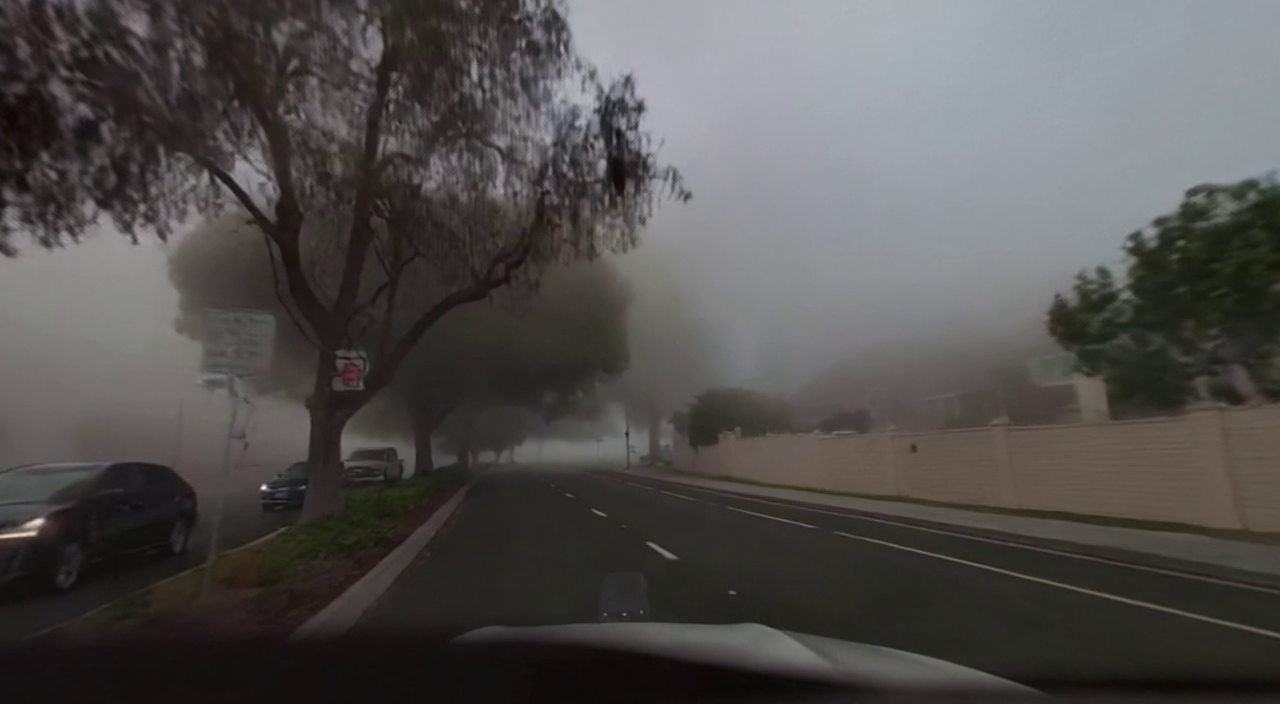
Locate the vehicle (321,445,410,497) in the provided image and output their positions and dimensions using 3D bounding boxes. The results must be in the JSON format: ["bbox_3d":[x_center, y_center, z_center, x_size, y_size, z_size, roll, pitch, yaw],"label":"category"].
[{"bbox_3d":[-10.645,4.616,24.764,2.196,1.809,4.857,2,-9,-12],"label":"vehicle"}]

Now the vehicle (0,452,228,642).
[{"bbox_3d":[-6.279,1.762,6.315,1.912,1.464,4.652,2,-9,-12],"label":"vehicle"}]

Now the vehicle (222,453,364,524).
[{"bbox_3d":[-8.548,3.339,15.964,1.888,1.476,4.286,2,-9,-11],"label":"vehicle"}]
